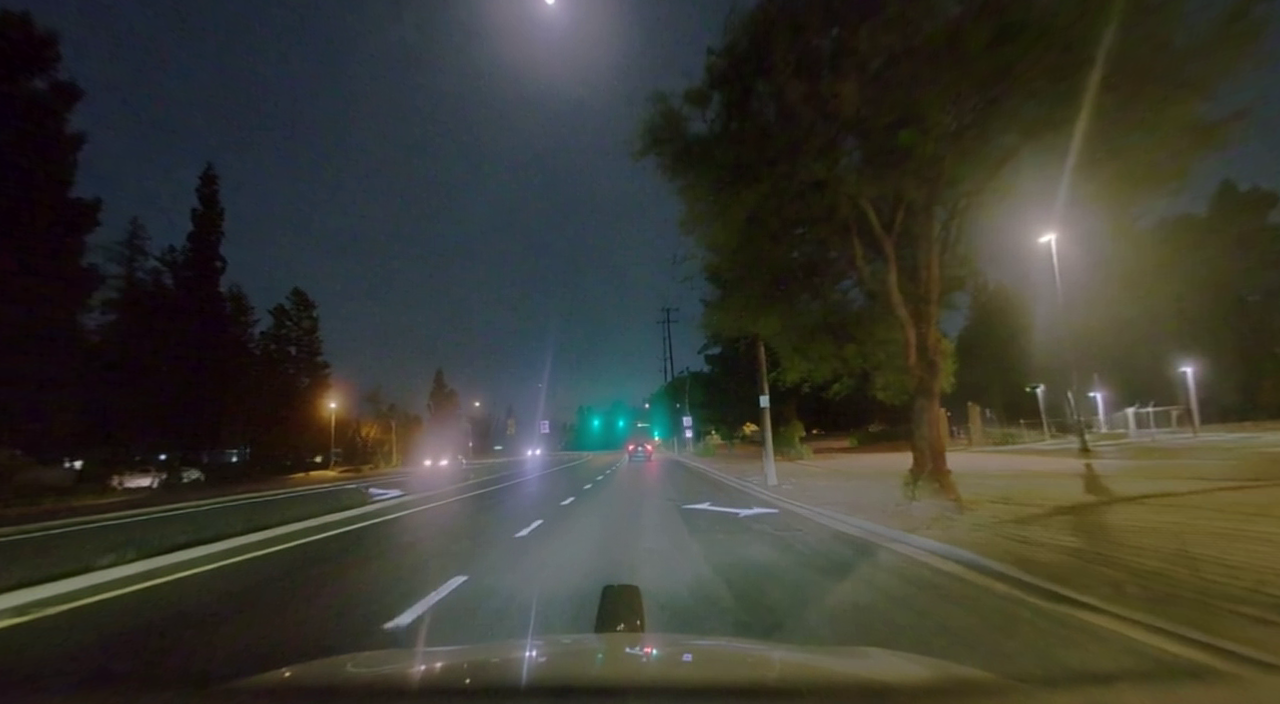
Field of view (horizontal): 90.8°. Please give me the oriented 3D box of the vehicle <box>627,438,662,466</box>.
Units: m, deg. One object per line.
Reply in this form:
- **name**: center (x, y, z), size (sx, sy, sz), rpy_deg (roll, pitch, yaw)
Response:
- **vehicle**: center (0.235, 6.228, 39.469), size (2.045, 1.613, 4.210), rpy_deg (0, -8, -1)

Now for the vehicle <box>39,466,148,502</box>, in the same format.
- **vehicle**: center (-29.766, 7.169, 34.633), size (1.949, 1.702, 4.593), rpy_deg (1, -8, -3)
